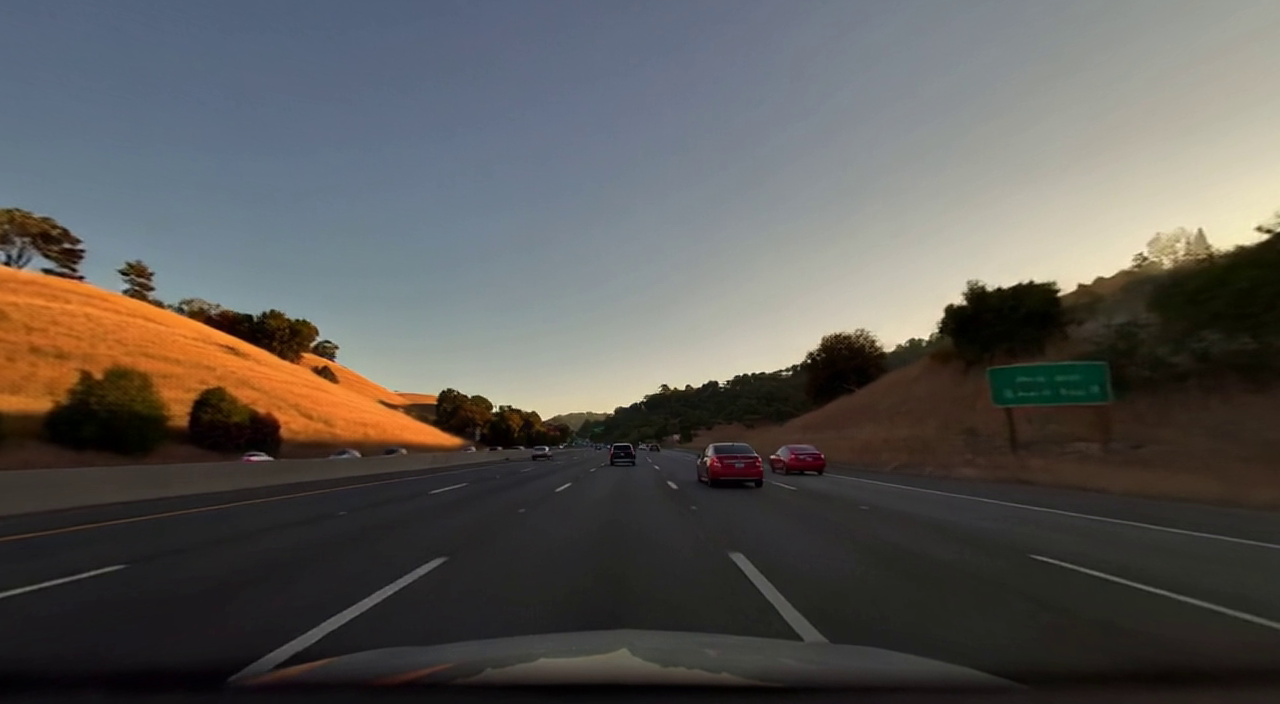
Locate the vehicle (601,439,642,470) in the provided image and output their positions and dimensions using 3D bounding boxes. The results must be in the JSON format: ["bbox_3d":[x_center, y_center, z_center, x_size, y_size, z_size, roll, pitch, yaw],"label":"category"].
[{"bbox_3d":[-1.042,6.011,37.162,2.277,1.675,4.023,0,-8,0],"label":"vehicle"}]

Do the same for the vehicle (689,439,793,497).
[{"bbox_3d":[2.813,3.363,18.786,2.120,1.492,4.734,0,-8,-2],"label":"vehicle"}]

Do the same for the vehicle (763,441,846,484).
[{"bbox_3d":[6.102,4.136,24.008,1.845,1.452,4.352,0,-8,-2],"label":"vehicle"}]

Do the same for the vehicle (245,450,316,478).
[{"bbox_3d":[-26.222,8.164,46.330,2.390,1.856,4.803,1,-8,0],"label":"vehicle"}]
